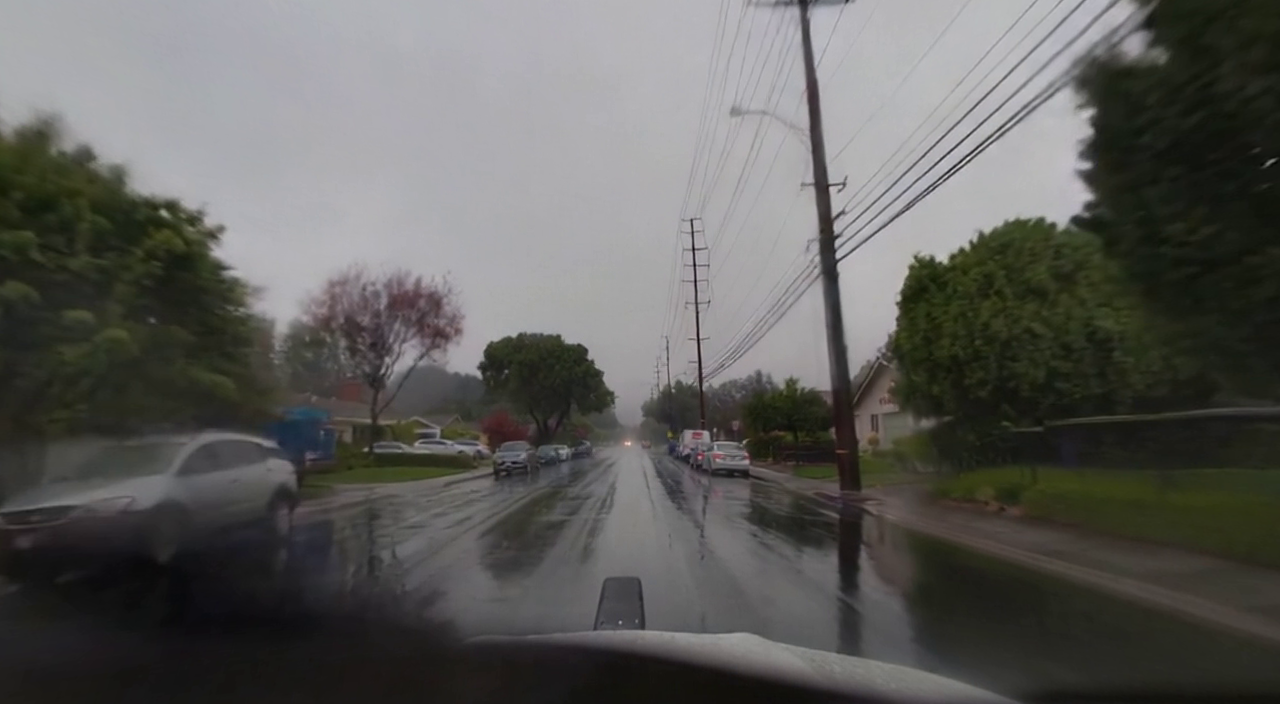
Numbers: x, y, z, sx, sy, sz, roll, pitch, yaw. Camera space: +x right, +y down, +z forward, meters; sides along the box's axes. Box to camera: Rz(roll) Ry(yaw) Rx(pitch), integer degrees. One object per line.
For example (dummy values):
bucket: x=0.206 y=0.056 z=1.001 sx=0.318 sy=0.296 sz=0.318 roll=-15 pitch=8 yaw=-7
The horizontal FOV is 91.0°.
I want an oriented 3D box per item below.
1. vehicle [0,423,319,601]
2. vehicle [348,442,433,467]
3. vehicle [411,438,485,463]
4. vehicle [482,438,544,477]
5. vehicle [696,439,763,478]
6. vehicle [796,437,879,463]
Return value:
vehicle: x=-6.257 y=1.814 z=8.113 sx=2.012 sy=1.639 sz=4.310 roll=-1 pitch=-8 yaw=-1
vehicle: x=-15.342 y=6.326 z=38.837 sx=4.388 sy=1.466 sz=2.008 roll=0 pitch=-8 yaw=-1
vehicle: x=-13.328 y=6.885 z=43.983 sx=4.528 sy=1.713 sz=1.947 roll=0 pitch=-8 yaw=-1
vehicle: x=-6.130 y=5.113 z=30.908 sx=1.989 sy=1.693 sz=4.292 roll=-1 pitch=-8 yaw=2
vehicle: x=3.718 y=4.513 z=27.059 sx=2.112 sy=1.528 sz=4.944 roll=0 pitch=-8 yaw=-1
vehicle: x=12.482 y=6.225 z=40.004 sx=4.606 sy=1.484 sz=2.042 roll=1 pitch=-10 yaw=1
